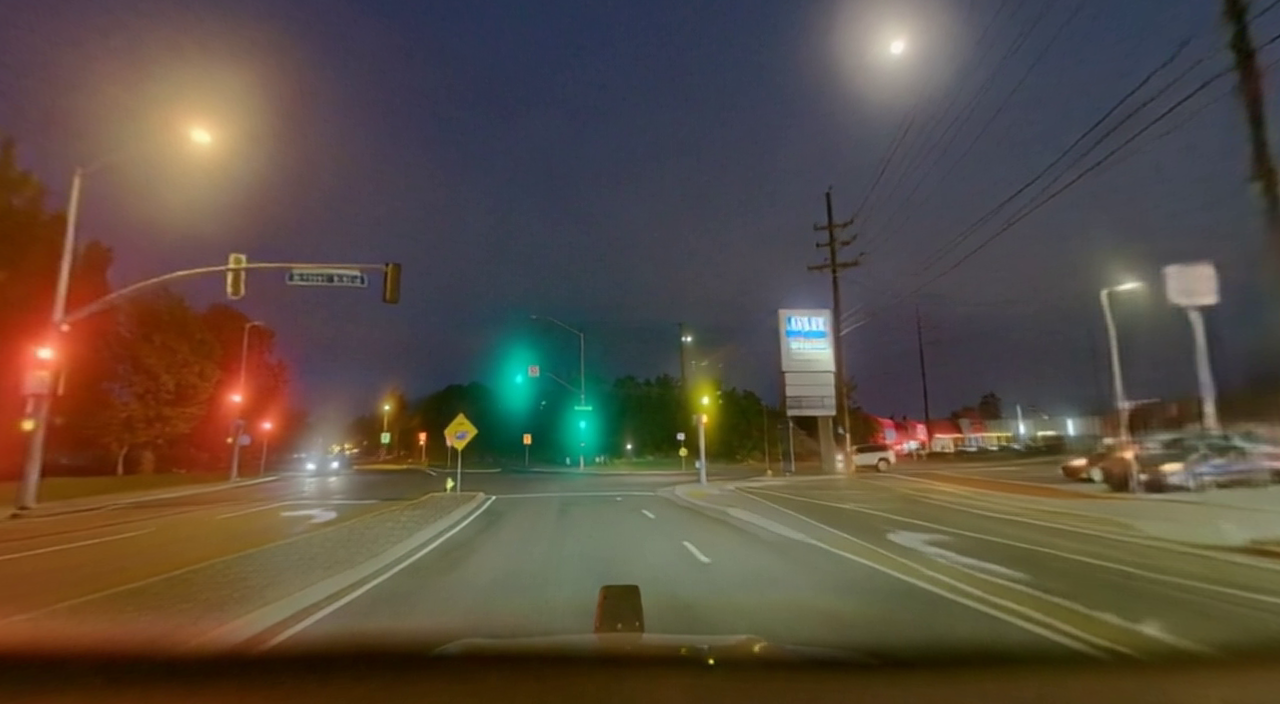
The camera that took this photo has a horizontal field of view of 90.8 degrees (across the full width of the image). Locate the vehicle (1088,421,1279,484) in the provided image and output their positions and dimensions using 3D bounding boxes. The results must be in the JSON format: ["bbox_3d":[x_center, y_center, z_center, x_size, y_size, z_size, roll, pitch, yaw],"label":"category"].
[{"bbox_3d":[15.605,2.835,17.924,4.141,1.648,2.036,-1,-9,4],"label":"vehicle"}]

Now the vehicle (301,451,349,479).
[{"bbox_3d":[-18.365,6.578,37.001,2.207,1.503,4.561,4,-9,-23],"label":"vehicle"}]

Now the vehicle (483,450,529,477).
[{"bbox_3d":[-8.169,6.738,38.398,2.094,1.500,3.682,3,-9,-21],"label":"vehicle"}]

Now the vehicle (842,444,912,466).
[{"bbox_3d":[18.157,7.947,48.600,4.544,1.630,2.055,-1,-9,6],"label":"vehicle"}]
